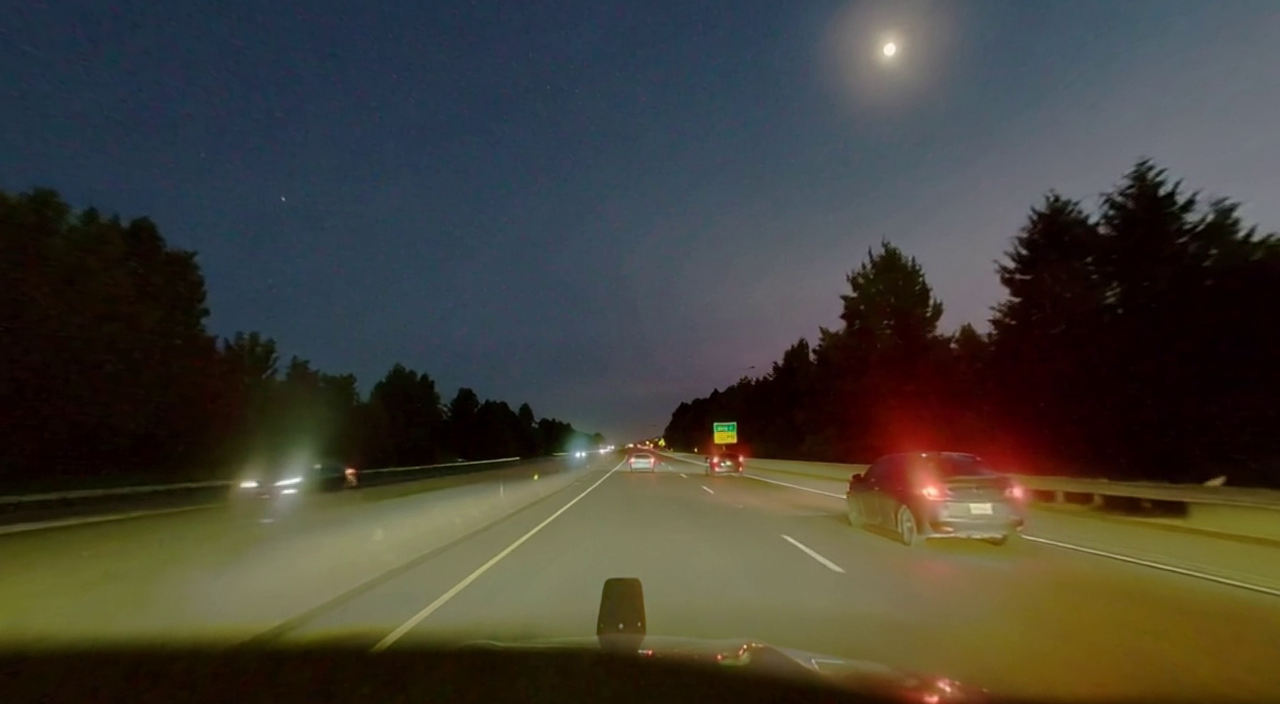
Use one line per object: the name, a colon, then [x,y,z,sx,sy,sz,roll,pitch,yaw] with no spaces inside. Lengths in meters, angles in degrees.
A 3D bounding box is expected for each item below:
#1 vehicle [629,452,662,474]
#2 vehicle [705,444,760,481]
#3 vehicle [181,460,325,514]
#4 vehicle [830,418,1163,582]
vehicle: [0.356,7.142,40.772,2.012,1.320,3.777,0,-9,1]
vehicle: [4.330,5.230,30.023,1.935,1.594,3.981,0,-9,-1]
vehicle: [-12.313,4.293,20.472,1.830,1.463,4.503,0,-9,0]
vehicle: [4.290,1.846,8.676,1.969,1.639,4.472,0,-9,0]
